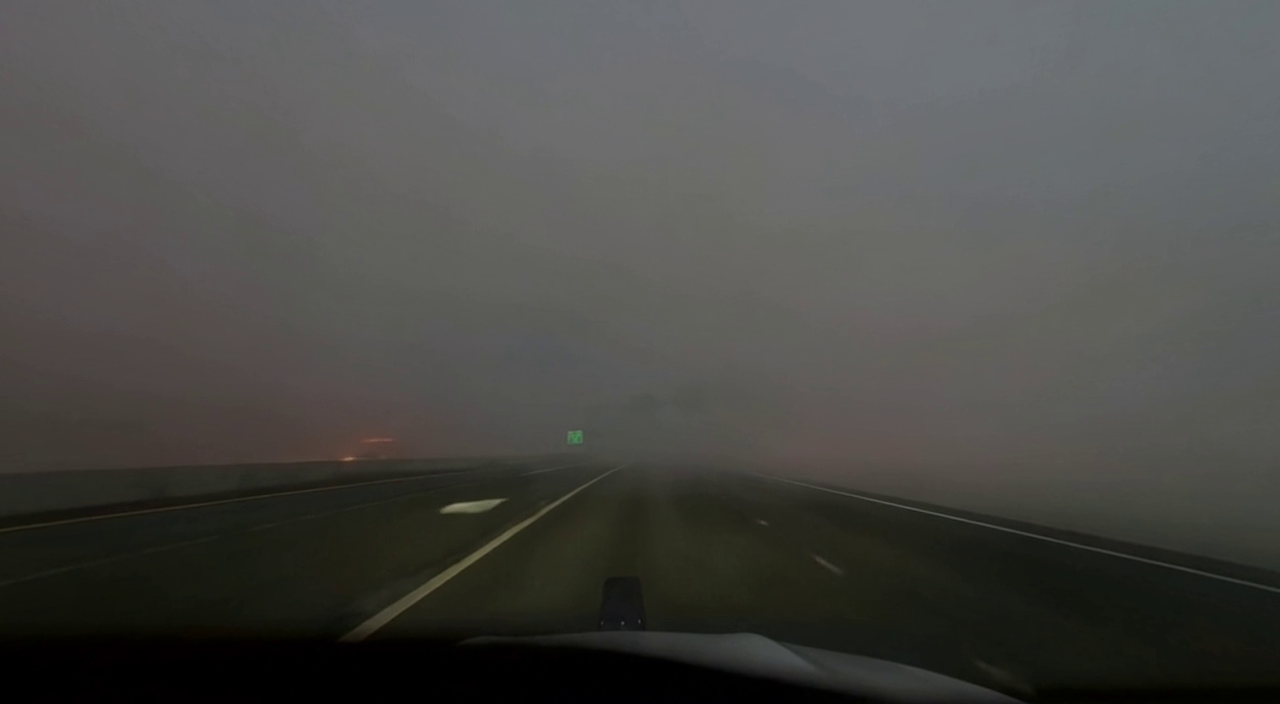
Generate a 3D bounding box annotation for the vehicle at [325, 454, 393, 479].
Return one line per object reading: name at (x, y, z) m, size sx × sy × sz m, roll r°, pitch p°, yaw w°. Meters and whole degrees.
vehicle at (-17.469, 7.114, 39.398) m, size 2.086 × 1.437 × 4.431 m, roll 0°, pitch -9°, yaw 2°
